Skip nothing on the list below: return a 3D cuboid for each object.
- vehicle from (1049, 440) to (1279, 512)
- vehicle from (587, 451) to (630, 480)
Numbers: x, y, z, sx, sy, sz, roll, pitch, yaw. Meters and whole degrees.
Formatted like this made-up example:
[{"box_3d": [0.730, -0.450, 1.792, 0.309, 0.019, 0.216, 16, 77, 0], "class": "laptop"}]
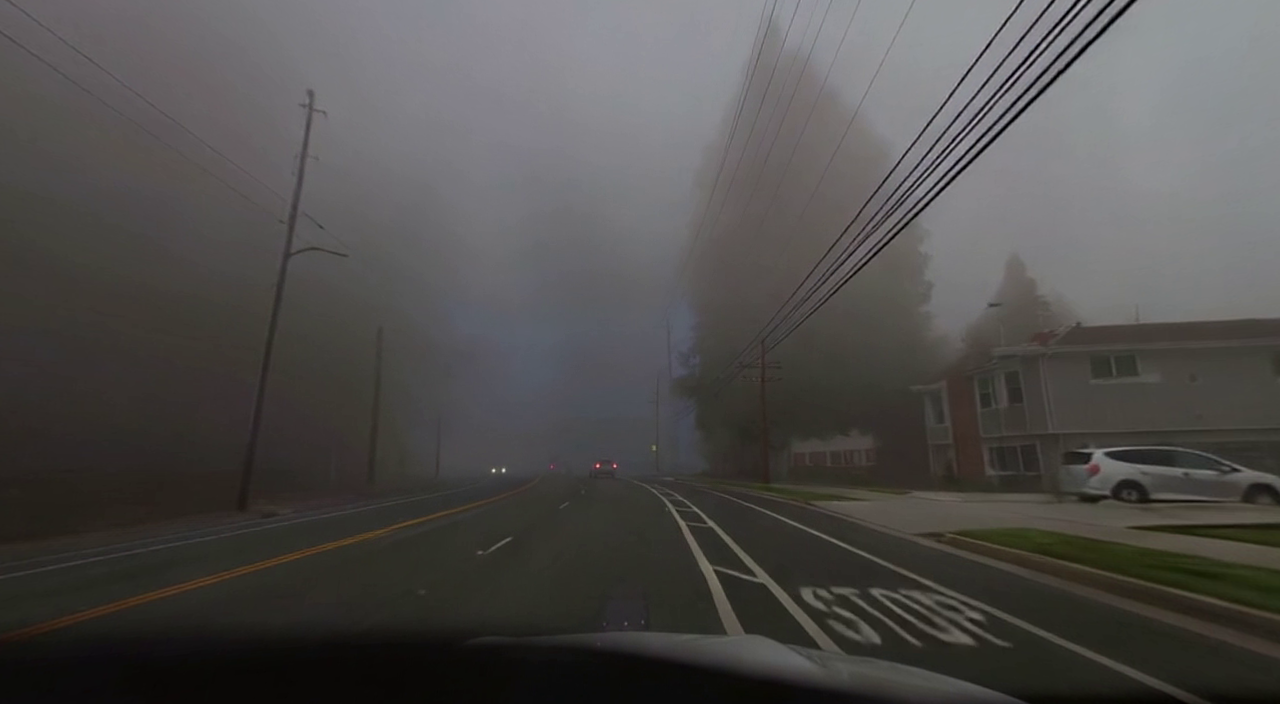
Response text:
[{"box_3d": [12.526, 2.831, 14.672, 4.648, 1.511, 1.919, 0, -8, -2], "class": "vehicle"}, {"box_3d": [-2.355, 8.157, 45.494, 2.284, 1.741, 4.702, 4, -8, -12], "class": "vehicle"}]
